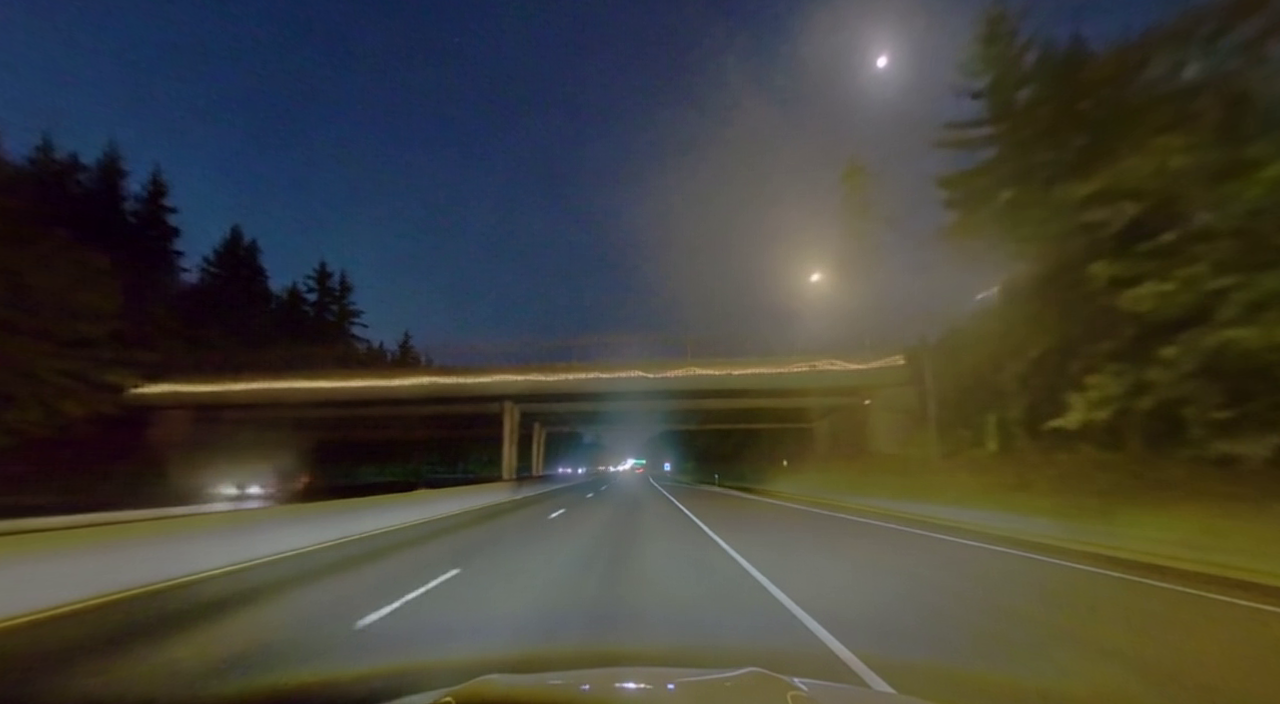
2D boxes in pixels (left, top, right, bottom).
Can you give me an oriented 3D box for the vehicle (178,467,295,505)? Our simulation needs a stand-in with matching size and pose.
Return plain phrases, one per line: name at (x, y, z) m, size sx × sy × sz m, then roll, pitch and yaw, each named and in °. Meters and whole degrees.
vehicle at (-16.722, 5.554, 26.413) m, size 1.870 × 1.436 × 4.499 m, roll 1°, pitch -10°, yaw 1°
